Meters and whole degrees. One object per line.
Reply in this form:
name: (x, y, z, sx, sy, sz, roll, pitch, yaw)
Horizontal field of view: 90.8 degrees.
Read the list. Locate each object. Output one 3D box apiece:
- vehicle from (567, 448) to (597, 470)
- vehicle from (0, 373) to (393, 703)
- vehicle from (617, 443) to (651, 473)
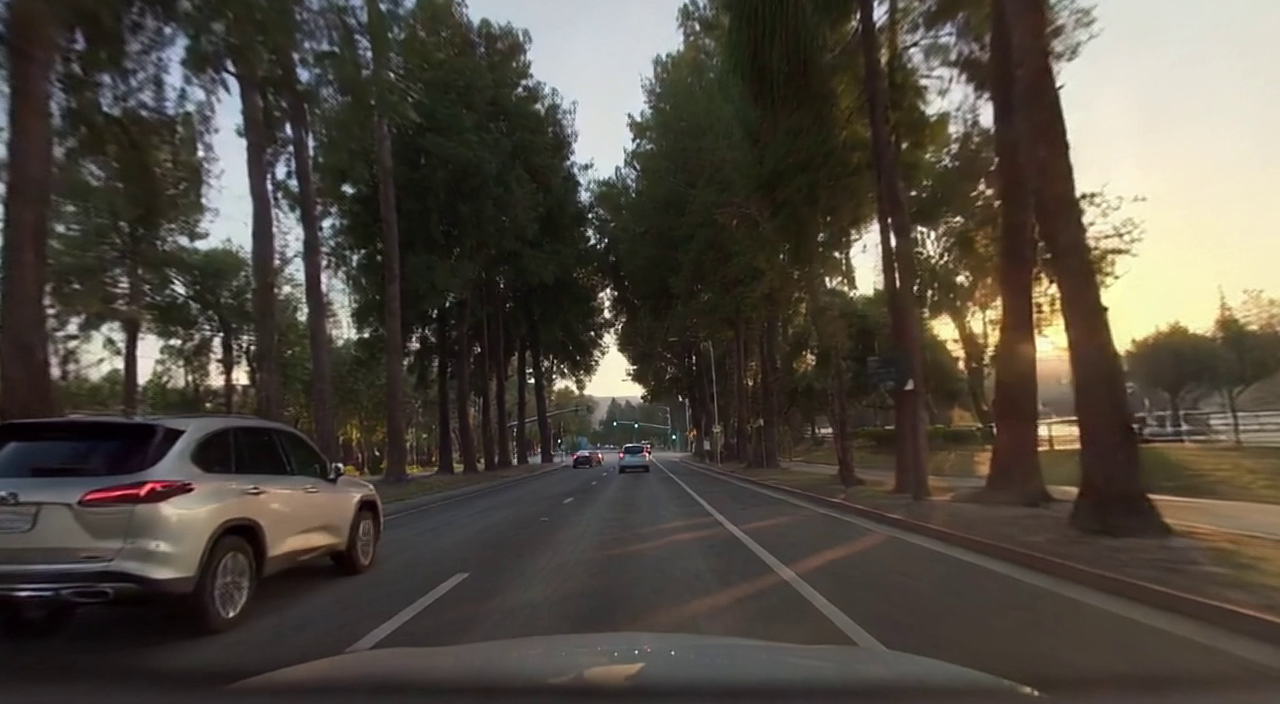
vehicle: (-4.290, 8.015, 47.358, 1.936, 1.538, 4.016, 0, -8, -1)
vehicle: (-4.042, 1.303, 5.590, 1.860, 1.741, 4.479, 0, -8, 0)
vehicle: (-0.366, 6.523, 39.108, 2.018, 1.769, 3.897, 0, -8, 0)
